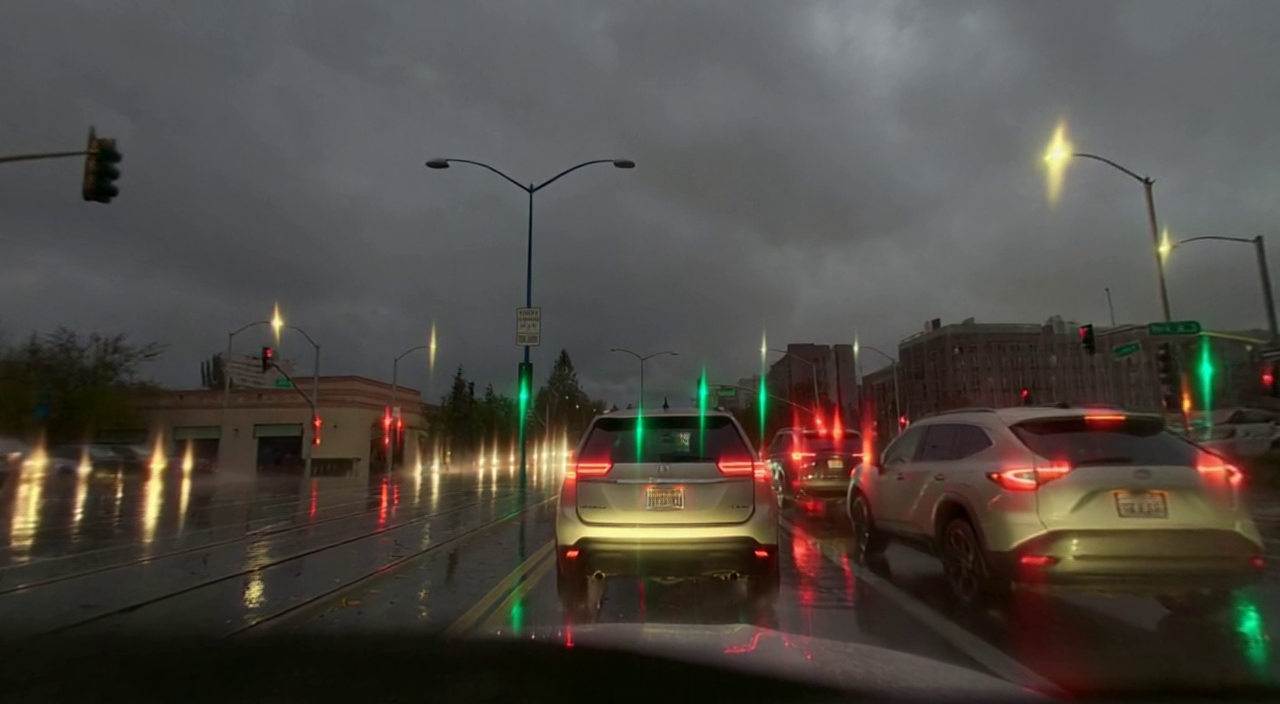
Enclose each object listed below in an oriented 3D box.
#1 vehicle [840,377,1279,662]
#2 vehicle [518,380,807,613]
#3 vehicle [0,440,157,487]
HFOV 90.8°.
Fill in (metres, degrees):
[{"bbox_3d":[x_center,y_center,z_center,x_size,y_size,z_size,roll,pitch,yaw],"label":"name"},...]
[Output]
[{"bbox_3d":[3.559,1.325,6.010,2.018,1.701,4.288,0,-9,2],"label":"vehicle"},{"bbox_3d":[0.219,1.476,7.308,2.292,1.840,4.394,0,-9,1],"label":"vehicle"},{"bbox_3d":[-24.555,4.838,27.549,5.062,1.946,2.243,0,-9,-1],"label":"vehicle"}]
